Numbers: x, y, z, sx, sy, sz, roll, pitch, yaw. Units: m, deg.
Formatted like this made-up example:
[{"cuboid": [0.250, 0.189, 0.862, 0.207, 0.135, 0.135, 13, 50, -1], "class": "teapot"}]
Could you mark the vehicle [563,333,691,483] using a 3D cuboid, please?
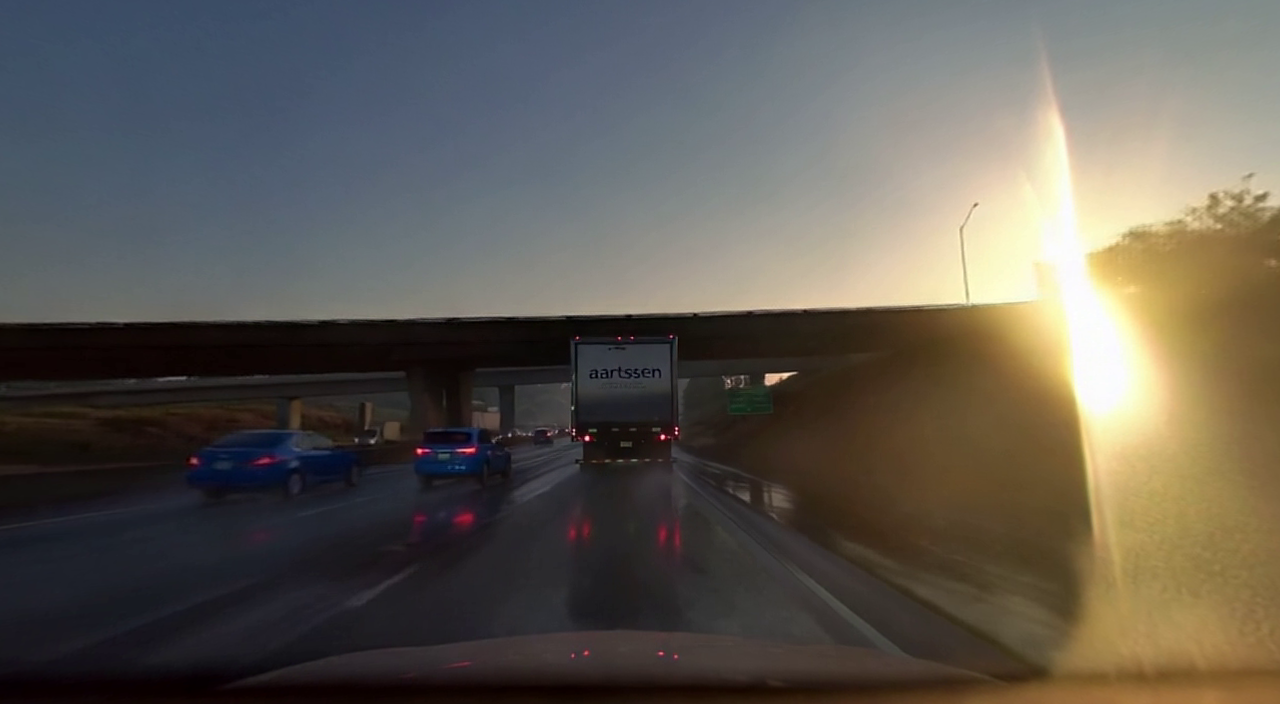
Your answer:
[{"cuboid": [-0.443, 2.215, 22.559, 3.442, 4.106, 10.719, 0, -8, -1], "class": "vehicle"}]

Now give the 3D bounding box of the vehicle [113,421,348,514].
[{"cuboid": [-8.001, 2.266, 12.938, 1.944, 1.565, 4.383, 0, -8, -1], "class": "vehicle"}]

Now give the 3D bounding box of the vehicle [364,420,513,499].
[{"cuboid": [-4.738, 2.582, 15.698, 2.052, 1.639, 4.894, 0, -8, 0], "class": "vehicle"}]
